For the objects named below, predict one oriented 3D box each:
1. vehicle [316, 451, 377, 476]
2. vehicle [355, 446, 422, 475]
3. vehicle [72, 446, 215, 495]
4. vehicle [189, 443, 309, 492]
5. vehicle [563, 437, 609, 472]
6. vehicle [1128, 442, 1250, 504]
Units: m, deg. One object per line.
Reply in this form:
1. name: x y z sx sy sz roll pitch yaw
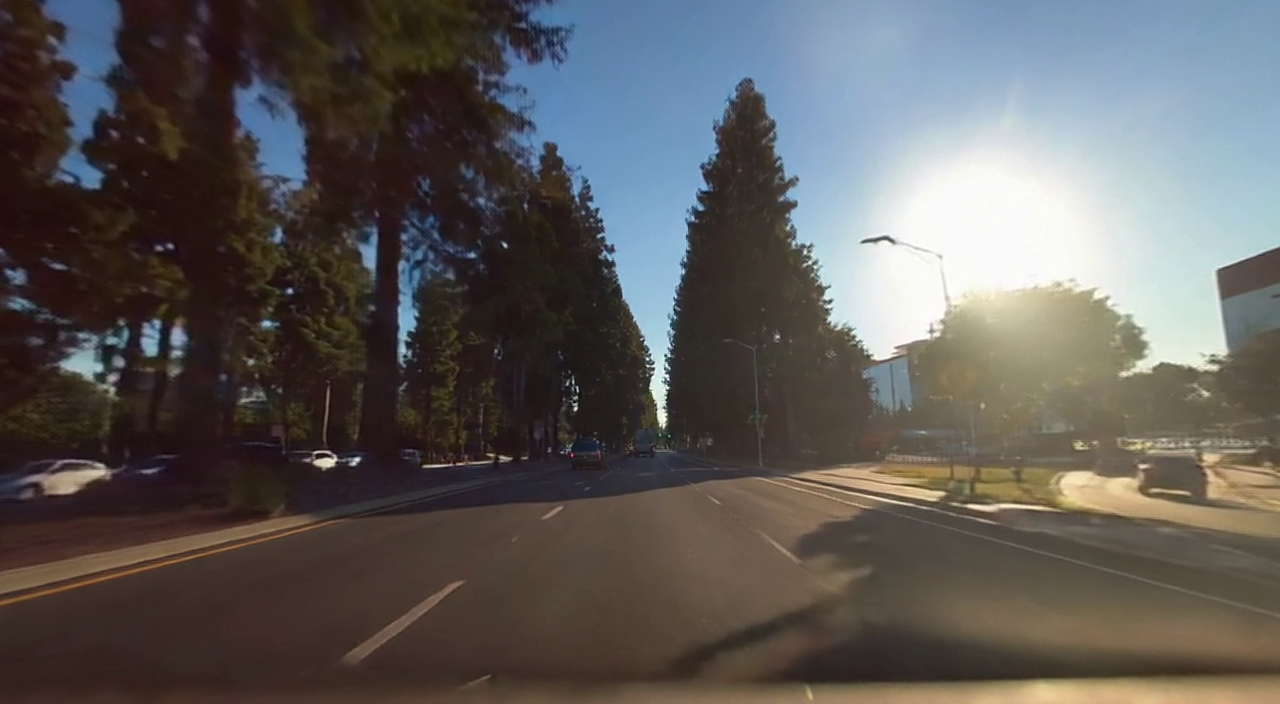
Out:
1. vehicle: -19.771 7.534 42.711 1.880 1.543 4.487 -1 -9 1
2. vehicle: -16.543 7.136 41.723 2.225 1.719 4.915 -1 -9 2
3. vehicle: -20.094 4.816 25.841 2.036 1.770 4.623 1 -10 0
4. vehicle: -16.003 4.710 26.166 2.182 1.790 4.713 0 -9 -4
5. vehicle: -3.158 6.197 38.156 2.255 1.940 4.822 0 -9 1
6. vehicle: 17.738 3.864 20.654 2.280 1.757 4.572 -6 -10 33
